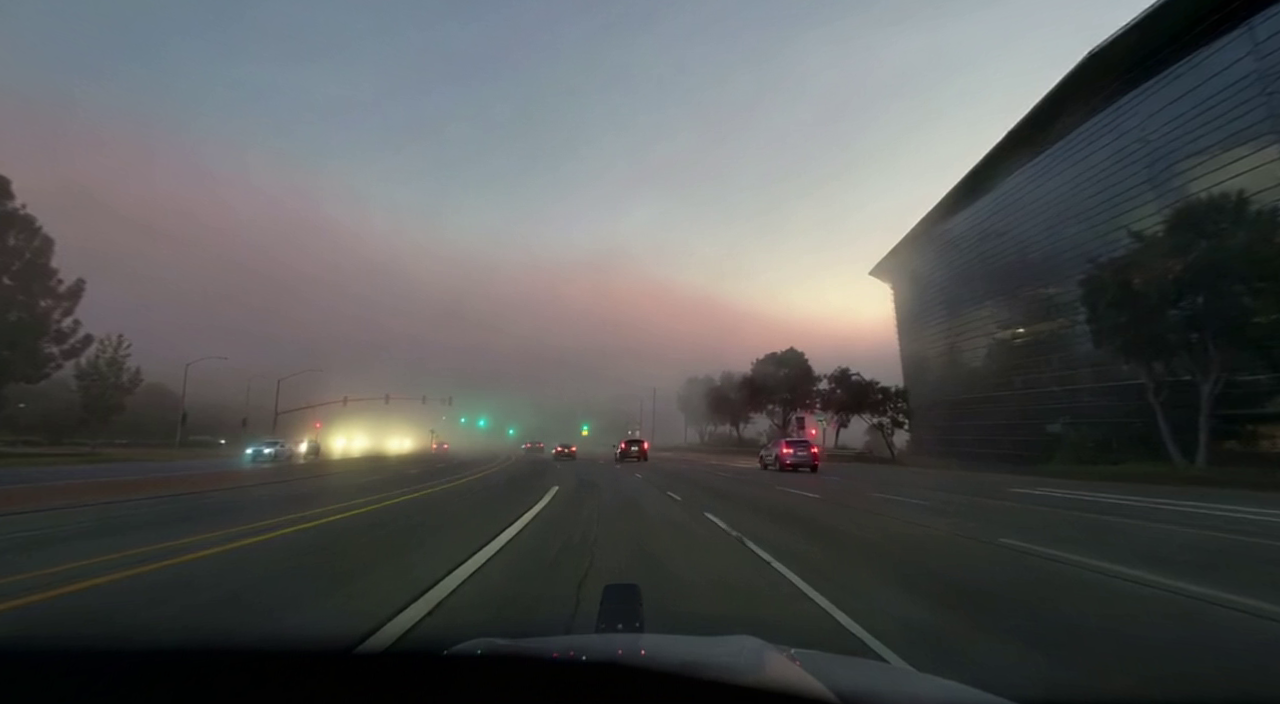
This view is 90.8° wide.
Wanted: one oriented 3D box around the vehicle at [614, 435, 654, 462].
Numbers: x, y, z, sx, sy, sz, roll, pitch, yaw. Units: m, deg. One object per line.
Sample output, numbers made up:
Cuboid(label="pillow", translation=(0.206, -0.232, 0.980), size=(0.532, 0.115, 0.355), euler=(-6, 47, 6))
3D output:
Cuboid(label="vehicle", translation=(-0.447, 6.536, 42.720), size=(2.024, 1.724, 3.928), euler=(1, -9, -10))

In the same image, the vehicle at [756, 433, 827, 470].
Cuboid(label="vehicle", translation=(7.629, 5.062, 32.356), size=(2.130, 1.741, 4.665), euler=(1, -8, -5))

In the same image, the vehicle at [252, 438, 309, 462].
Cuboid(label="vehicle", translation=(-24.454, 6.693, 43.097), size=(1.910, 1.510, 4.324), euler=(1, -9, -9))
